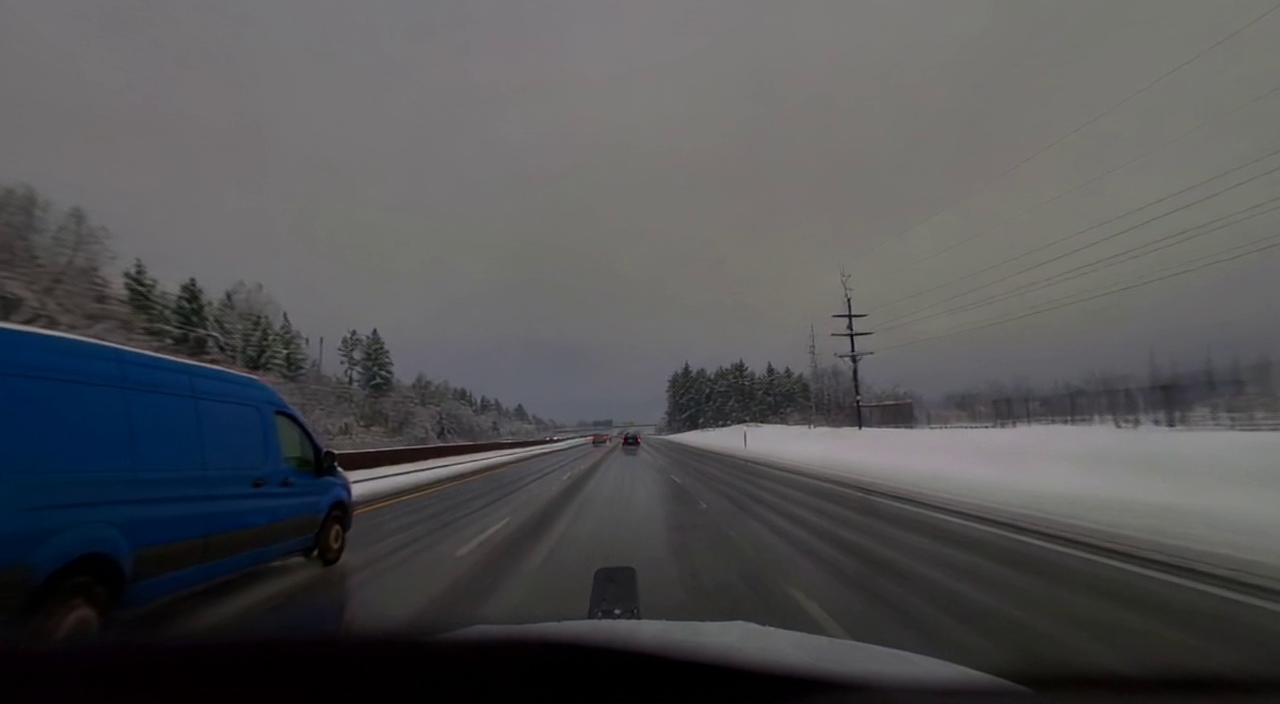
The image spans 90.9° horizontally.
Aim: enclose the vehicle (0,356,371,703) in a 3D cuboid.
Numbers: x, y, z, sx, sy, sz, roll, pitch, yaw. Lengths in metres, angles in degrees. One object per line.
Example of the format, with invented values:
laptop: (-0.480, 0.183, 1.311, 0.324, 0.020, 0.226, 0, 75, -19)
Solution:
vehicle: (-4.127, 1.127, 4.763, 2.146, 1.709, 4.856, 0, -8, -1)
